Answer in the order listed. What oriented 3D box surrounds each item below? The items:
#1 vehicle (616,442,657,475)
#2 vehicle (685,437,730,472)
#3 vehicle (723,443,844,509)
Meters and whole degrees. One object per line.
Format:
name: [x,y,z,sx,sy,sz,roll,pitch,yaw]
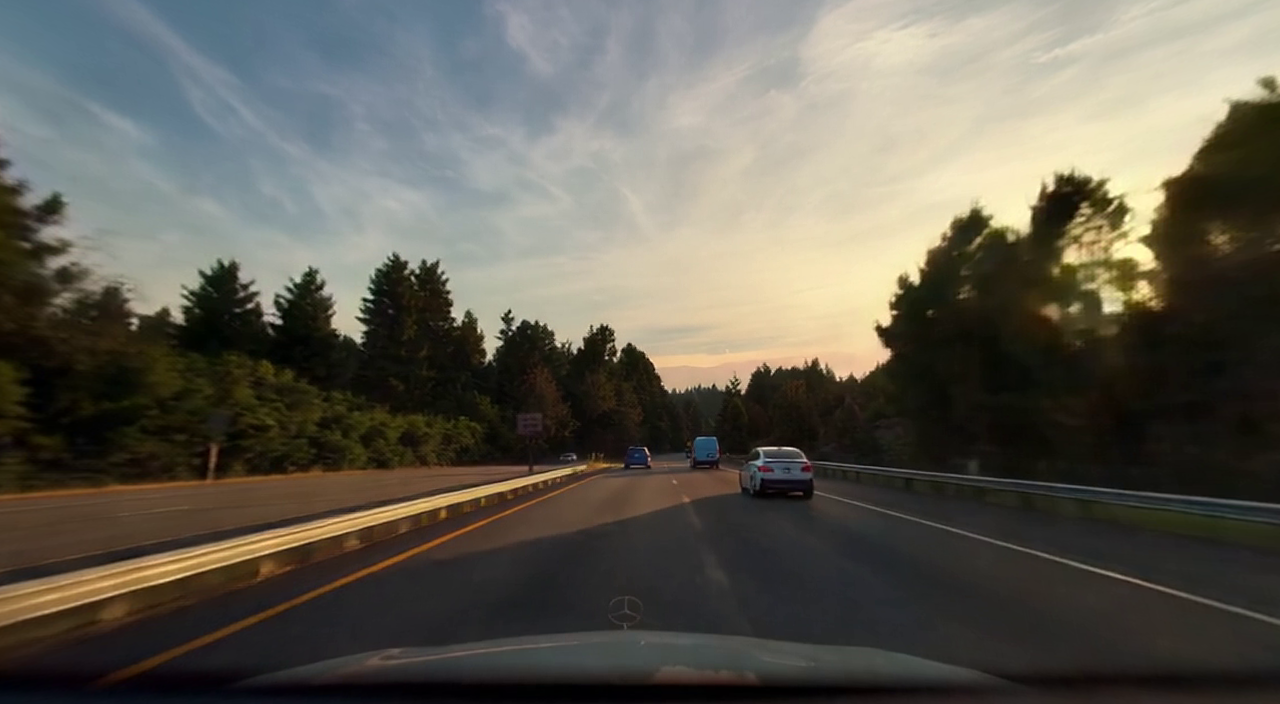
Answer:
vehicle: [-0.133,5.905,35.215,2.087,1.707,4.316,-1,-9,2]
vehicle: [4.159,6.471,39.759,2.371,2.045,4.768,0,-9,1]
vehicle: [3.490,3.113,16.389,2.043,1.431,4.922,0,-9,1]
